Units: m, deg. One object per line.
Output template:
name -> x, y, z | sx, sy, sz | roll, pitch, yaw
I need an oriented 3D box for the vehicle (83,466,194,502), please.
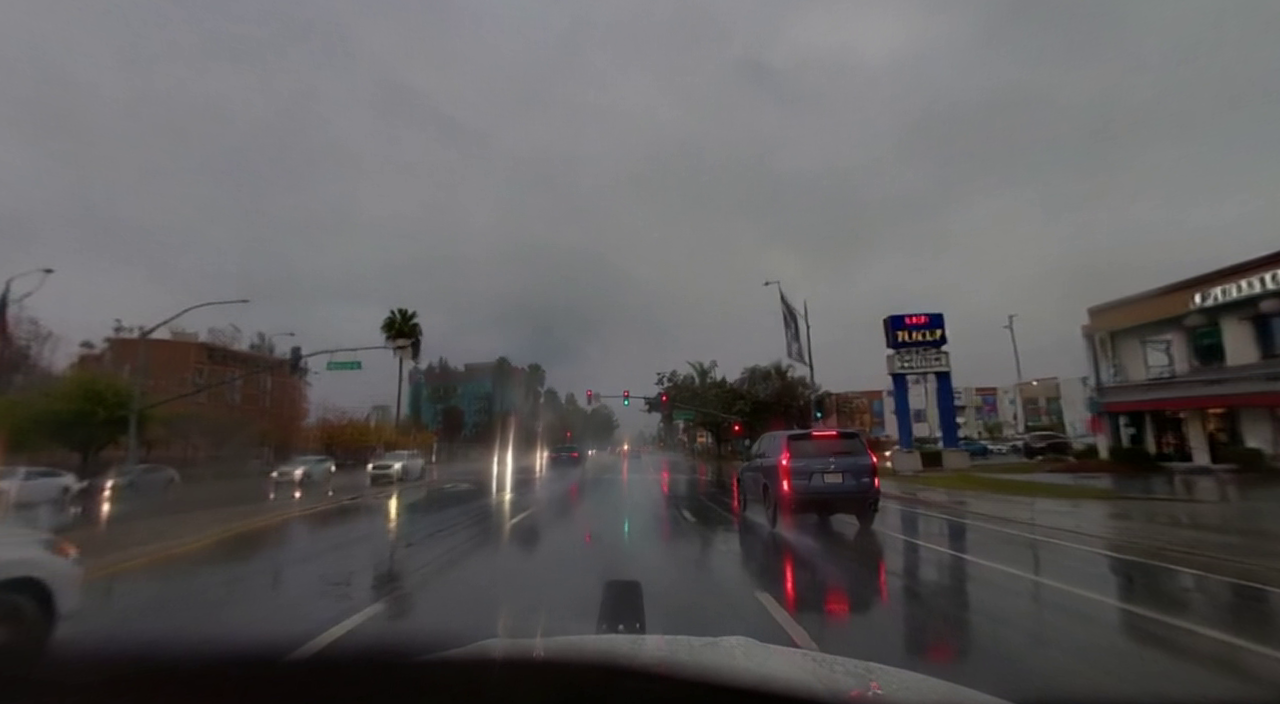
vehicle -> -23.382, 6.151, 29.660 | 1.752, 1.430, 4.078 | -1, -9, 2

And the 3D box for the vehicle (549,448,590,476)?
vehicle -> -4.073, 6.380, 36.918 | 2.034, 1.498, 3.995 | 0, -9, -2

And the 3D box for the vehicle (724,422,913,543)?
vehicle -> 2.857, 2.210, 11.296 | 1.982, 1.711, 4.276 | 0, -9, -2

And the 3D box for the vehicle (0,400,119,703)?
vehicle -> -3.992, 0.816, 1.558 | 2.063, 1.578, 3.915 | 0, -9, -1

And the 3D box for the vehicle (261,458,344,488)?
vehicle -> -18.957, 6.777, 35.778 | 2.056, 1.504, 4.787 | 0, -9, 0

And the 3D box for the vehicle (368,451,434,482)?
vehicle -> -13.027, 6.270, 34.765 | 1.963, 1.545, 4.320 | 0, -9, -1
